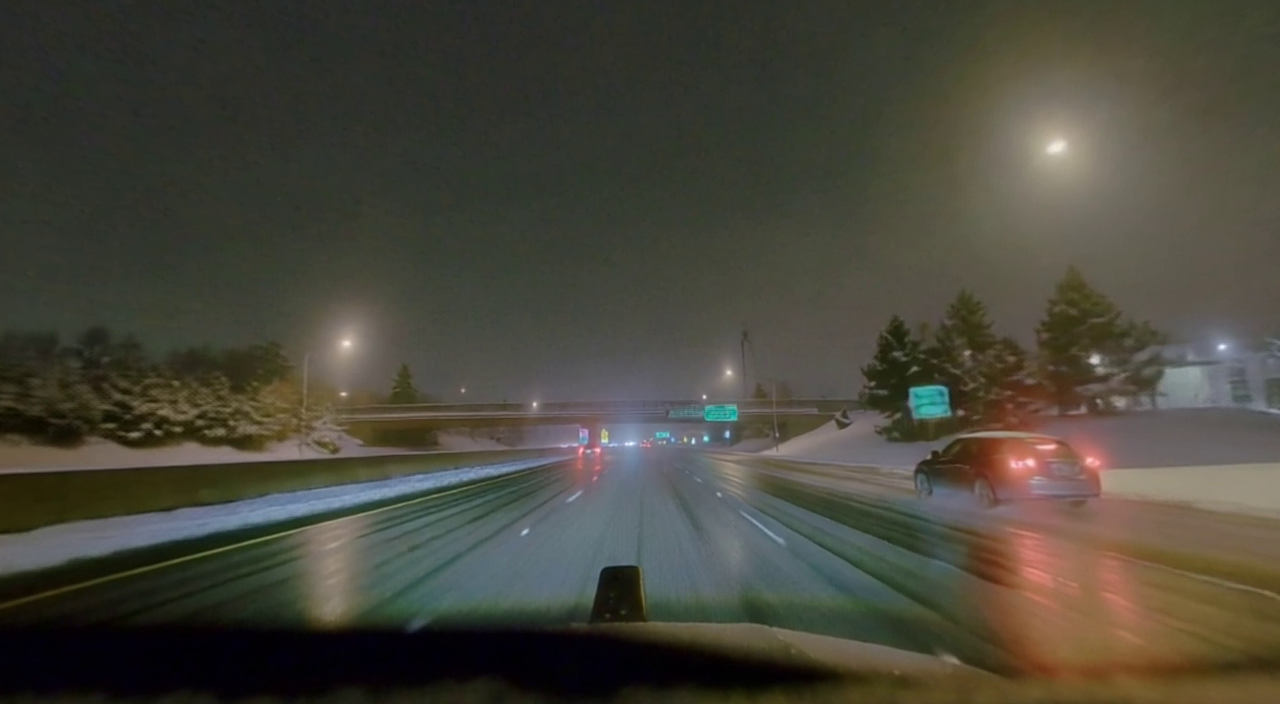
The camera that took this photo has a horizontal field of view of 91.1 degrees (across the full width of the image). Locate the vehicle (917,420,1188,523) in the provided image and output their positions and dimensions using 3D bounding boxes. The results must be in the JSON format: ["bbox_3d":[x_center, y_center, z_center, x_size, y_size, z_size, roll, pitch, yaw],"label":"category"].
[{"bbox_3d":[7.562,2.243,12.335,2.032,1.601,4.863,0,-8,0],"label":"vehicle"}]

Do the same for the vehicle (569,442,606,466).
[{"bbox_3d":[-3.479,6.875,42.538,2.055,1.533,4.604,0,-8,1],"label":"vehicle"}]
